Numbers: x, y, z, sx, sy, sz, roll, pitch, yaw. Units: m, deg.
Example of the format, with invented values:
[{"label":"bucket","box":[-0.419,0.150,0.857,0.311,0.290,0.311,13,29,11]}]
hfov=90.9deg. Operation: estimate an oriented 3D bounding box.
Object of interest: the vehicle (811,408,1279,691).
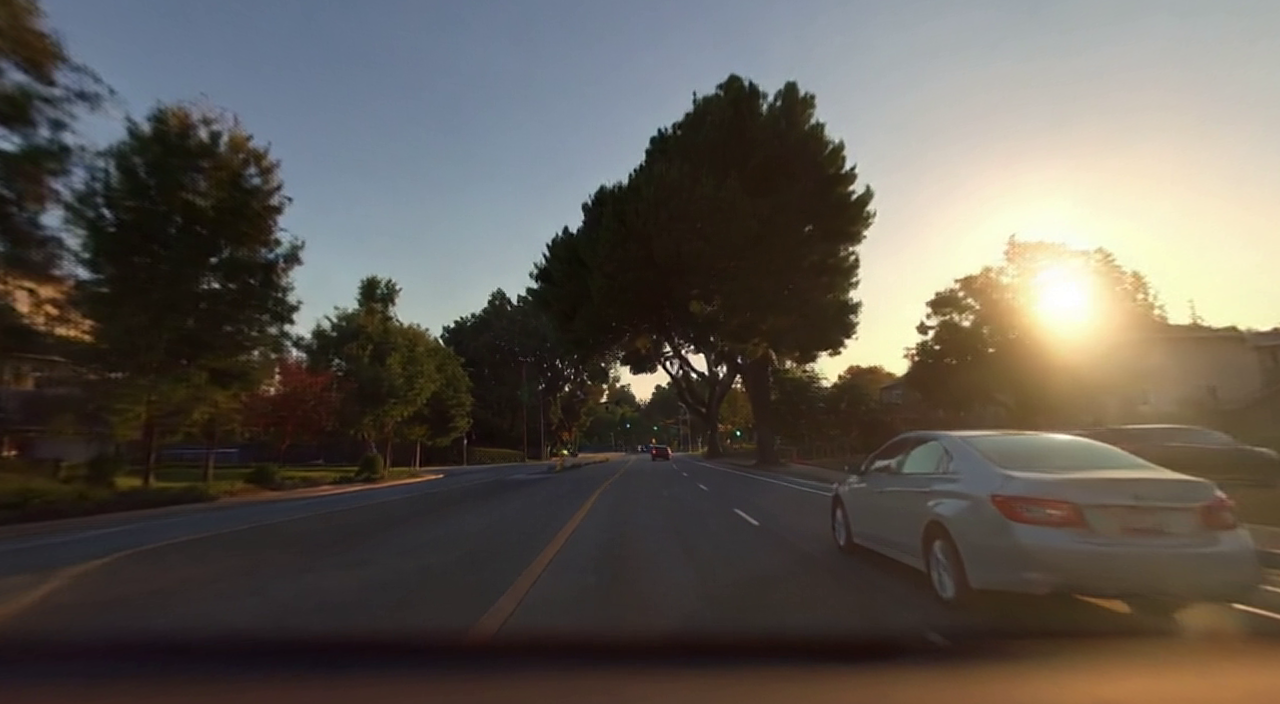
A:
[{"label":"vehicle","box":[3.167,1.359,5.549,2.134,1.476,4.327,0,-8,1]}]
